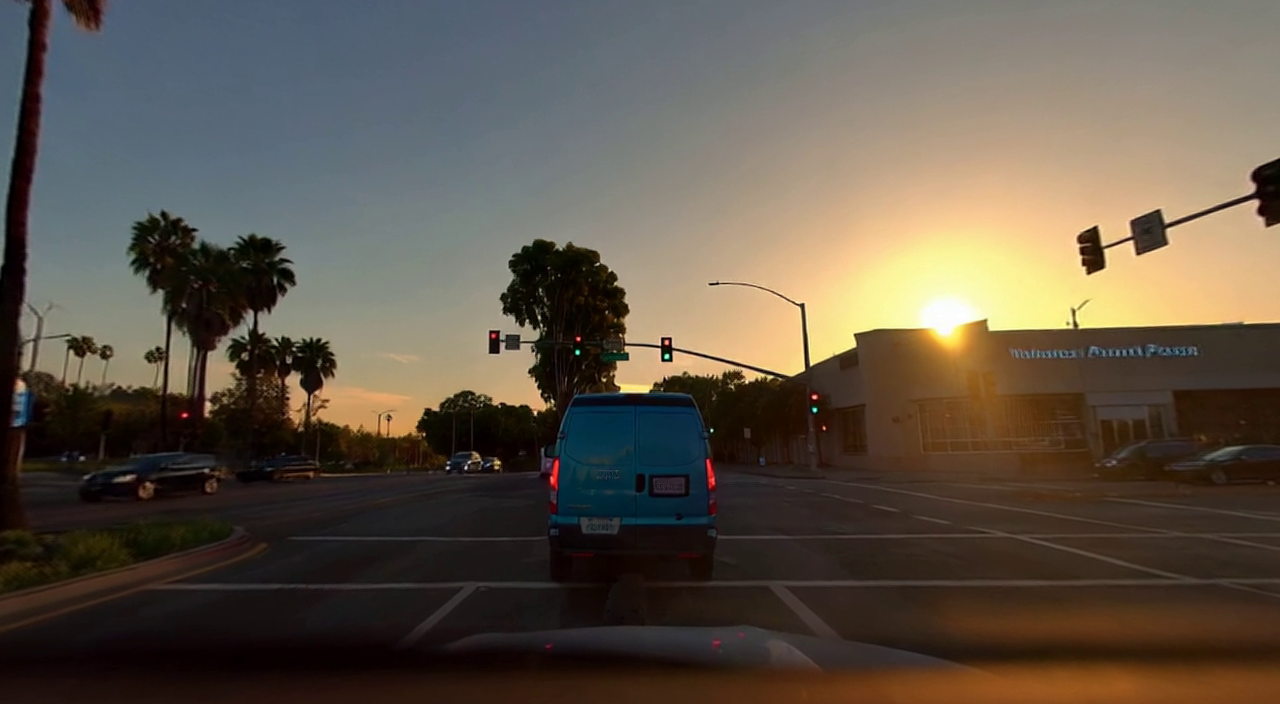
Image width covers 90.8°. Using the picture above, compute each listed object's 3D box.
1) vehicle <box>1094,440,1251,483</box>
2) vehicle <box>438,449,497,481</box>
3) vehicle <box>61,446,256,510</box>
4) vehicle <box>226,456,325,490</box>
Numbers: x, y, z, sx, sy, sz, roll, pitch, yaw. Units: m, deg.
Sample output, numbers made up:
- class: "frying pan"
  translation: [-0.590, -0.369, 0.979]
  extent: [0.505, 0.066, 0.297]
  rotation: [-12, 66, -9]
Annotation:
- class: "vehicle"
  translation: [22.214, 4.566, 26.505]
  extent: [4.533, 1.676, 2.236]
  rotation: [0, -9, -1]
- class: "vehicle"
  translation: [-9.716, 6.375, 36.051]
  extent: [2.074, 1.681, 4.417]
  rotation: [0, -9, 0]
- class: "vehicle"
  translation: [-14.282, 3.727, 19.222]
  extent: [2.074, 1.671, 4.755]
  rotation: [0, -9, 2]
- class: "vehicle"
  translation: [-17.487, 5.800, 30.604]
  extent: [1.874, 1.467, 4.768]
  rotation: [0, -9, 1]
